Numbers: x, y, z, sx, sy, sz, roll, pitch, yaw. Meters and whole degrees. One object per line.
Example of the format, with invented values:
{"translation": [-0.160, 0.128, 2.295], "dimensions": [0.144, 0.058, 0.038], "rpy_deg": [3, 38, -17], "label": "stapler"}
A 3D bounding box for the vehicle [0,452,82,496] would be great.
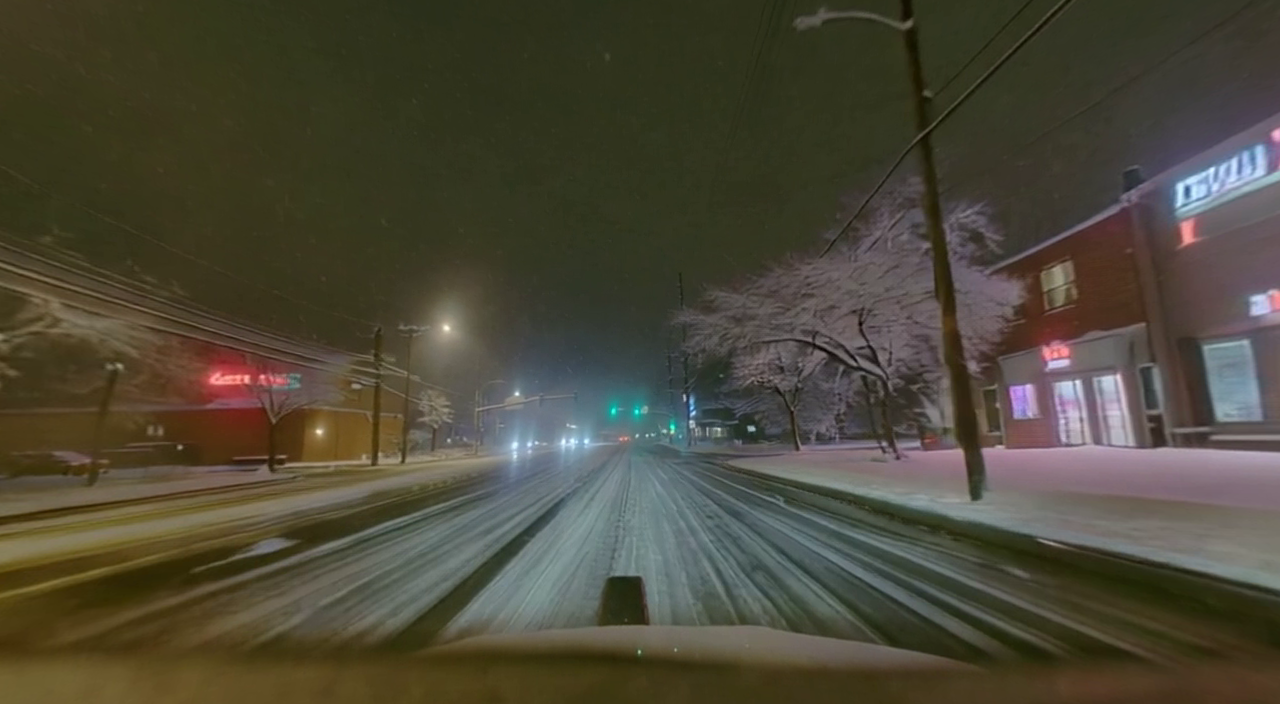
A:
{"translation": [-27.609, 5.419, 28.448], "dimensions": [4.811, 1.756, 2.070], "rpy_deg": [-5, -10, 30], "label": "vehicle"}
